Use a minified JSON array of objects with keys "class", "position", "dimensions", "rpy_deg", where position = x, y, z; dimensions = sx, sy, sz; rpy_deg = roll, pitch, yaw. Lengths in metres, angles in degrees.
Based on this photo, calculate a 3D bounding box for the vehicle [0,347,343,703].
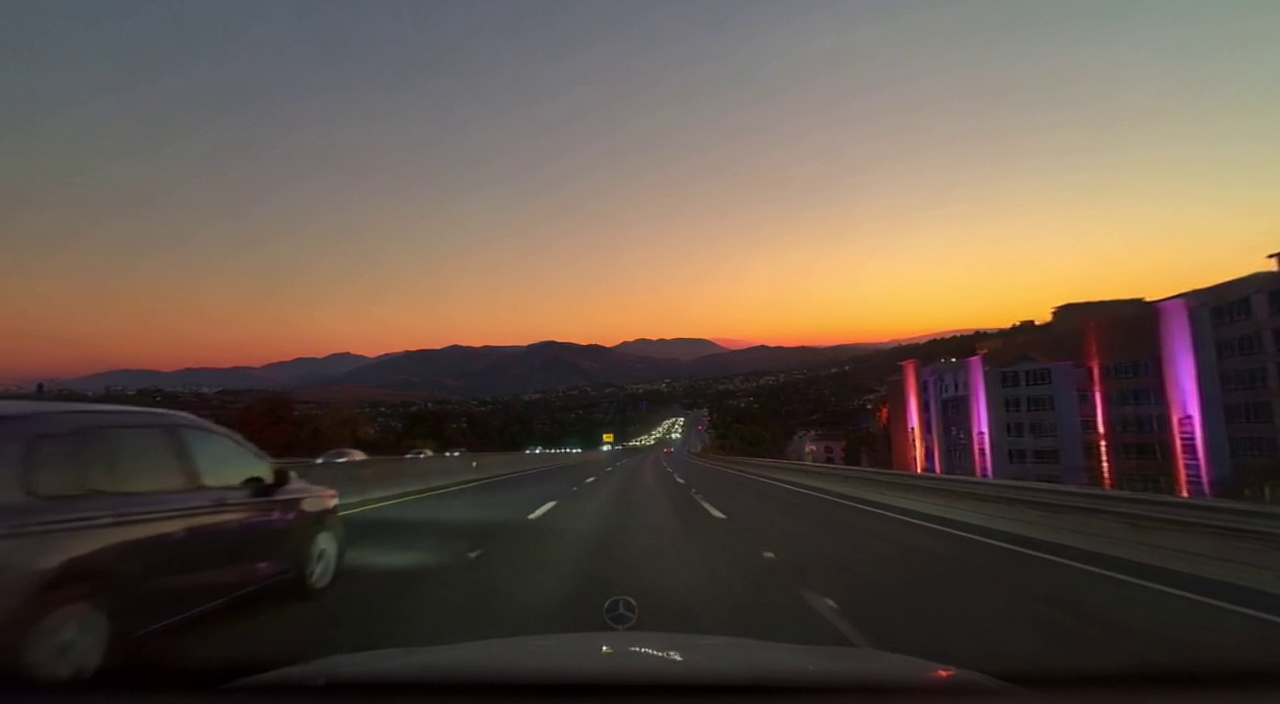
[{"class":"vehicle","position":[-3.749,0.871,2.886],"dimensions":[2.327,1.647,4.908],"rpy_deg":[0,-9,0]}]
